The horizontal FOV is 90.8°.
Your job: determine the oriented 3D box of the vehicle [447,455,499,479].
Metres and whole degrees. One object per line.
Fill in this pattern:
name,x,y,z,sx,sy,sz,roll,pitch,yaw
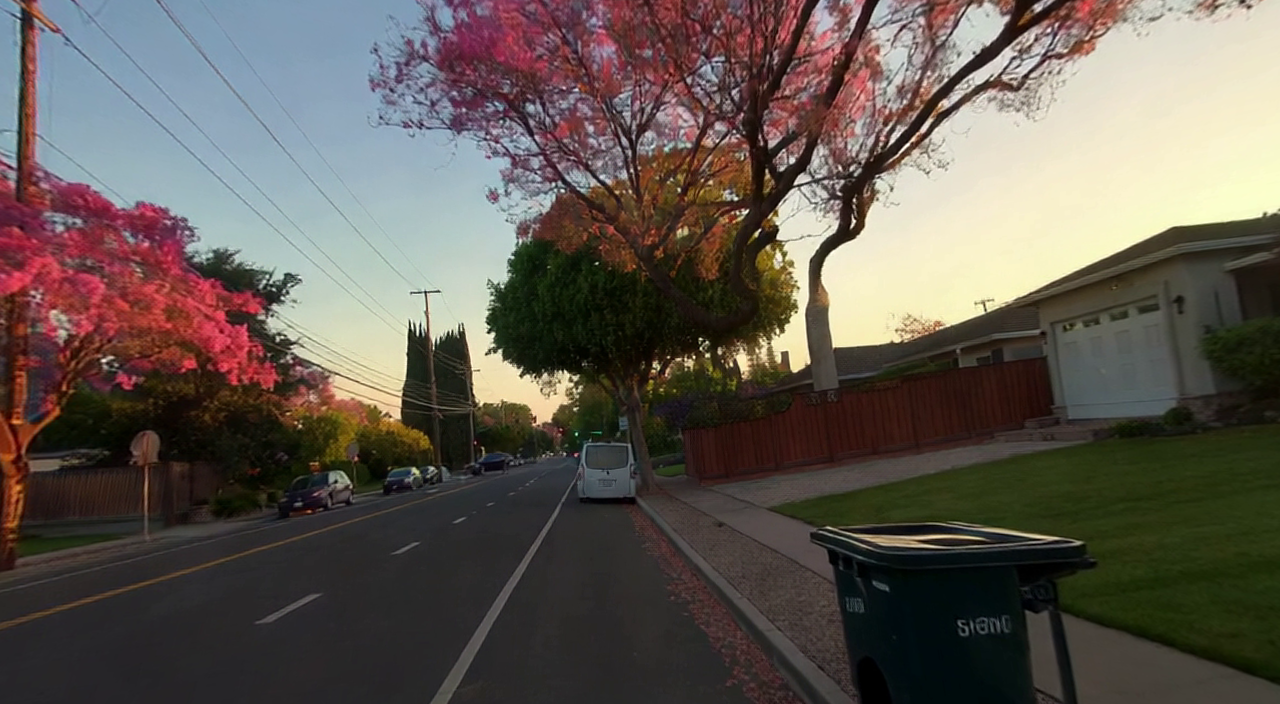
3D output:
vehicle,-12.970,8.891,48.934,2.218,1.679,4.723,6,-11,-37

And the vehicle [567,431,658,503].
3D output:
vehicle,-0.820,3.080,17.386,2.190,1.708,4.115,0,-8,-4

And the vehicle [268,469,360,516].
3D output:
vehicle,-13.769,5.917,26.986,1.982,1.660,4.142,1,-8,-6
